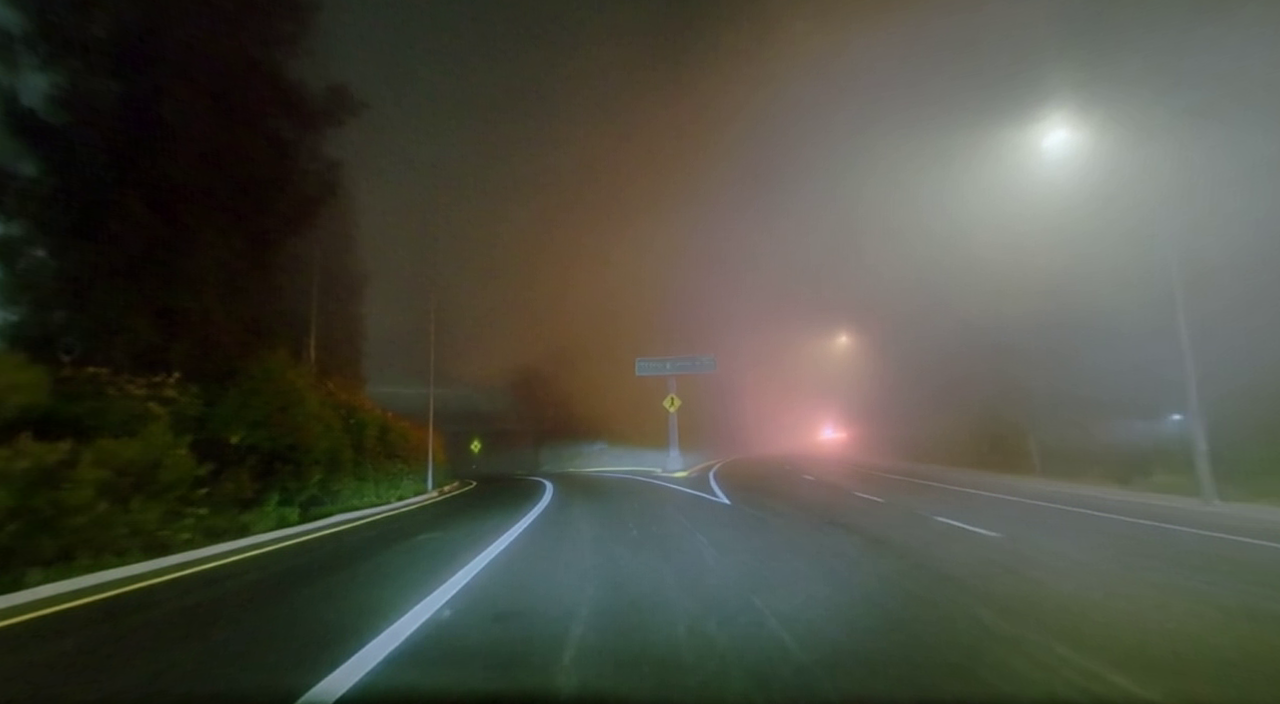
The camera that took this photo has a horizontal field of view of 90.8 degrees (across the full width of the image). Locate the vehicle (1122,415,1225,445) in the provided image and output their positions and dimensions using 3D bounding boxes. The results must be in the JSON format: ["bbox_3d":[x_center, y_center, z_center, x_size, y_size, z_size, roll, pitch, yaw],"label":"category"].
[{"bbox_3d":[30.661,4.550,36.507,1.744,1.459,4.524,8,-9,-9],"label":"vehicle"}]
